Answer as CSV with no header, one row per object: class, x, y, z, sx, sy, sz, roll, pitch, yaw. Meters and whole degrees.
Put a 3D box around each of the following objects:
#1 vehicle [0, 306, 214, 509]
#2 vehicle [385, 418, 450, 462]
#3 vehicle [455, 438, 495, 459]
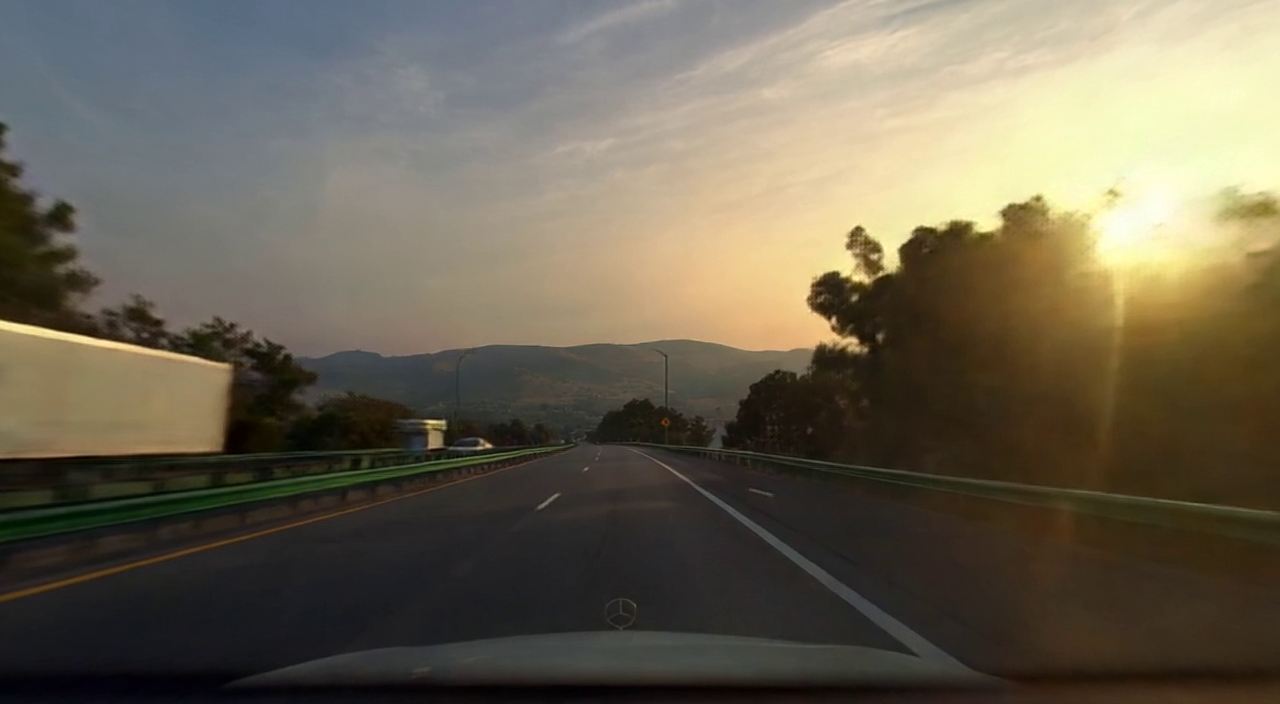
vehicle,-14.519,1.012,11.935,2.894,4.120,14.675,0,-8,-1
vehicle,-15.335,6.132,43.859,2.351,2.742,6.509,0,-8,-2
vehicle,-12.104,7.111,46.494,1.978,1.484,3.953,0,-8,-2
